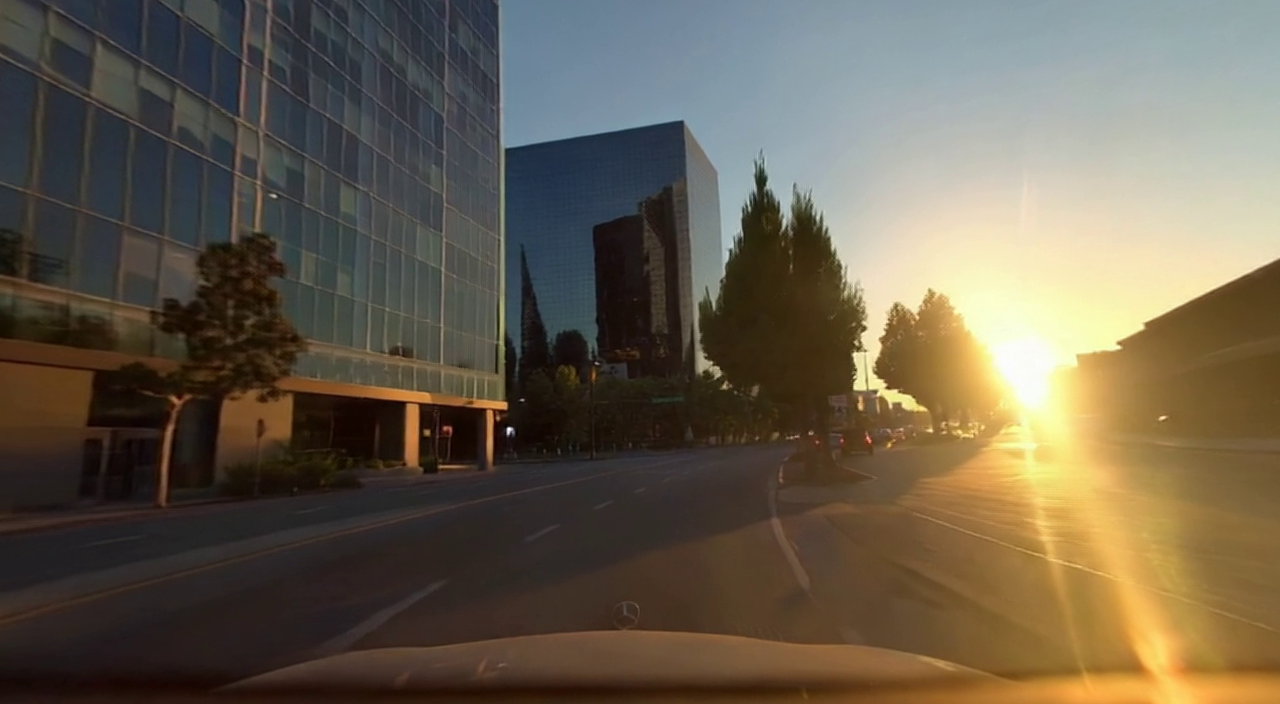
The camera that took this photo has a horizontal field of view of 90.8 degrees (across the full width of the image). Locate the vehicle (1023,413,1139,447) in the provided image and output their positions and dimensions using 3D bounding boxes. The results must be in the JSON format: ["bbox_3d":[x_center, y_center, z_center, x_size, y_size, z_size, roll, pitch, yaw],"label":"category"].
[{"bbox_3d":[24.159,4.340,34.709,4.871,1.757,2.014,-8,-11,42],"label":"vehicle"}]

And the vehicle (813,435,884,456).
[{"bbox_3d":[14.005,6.276,42.476,4.218,1.385,1.830,3,-9,-19],"label":"vehicle"}]
